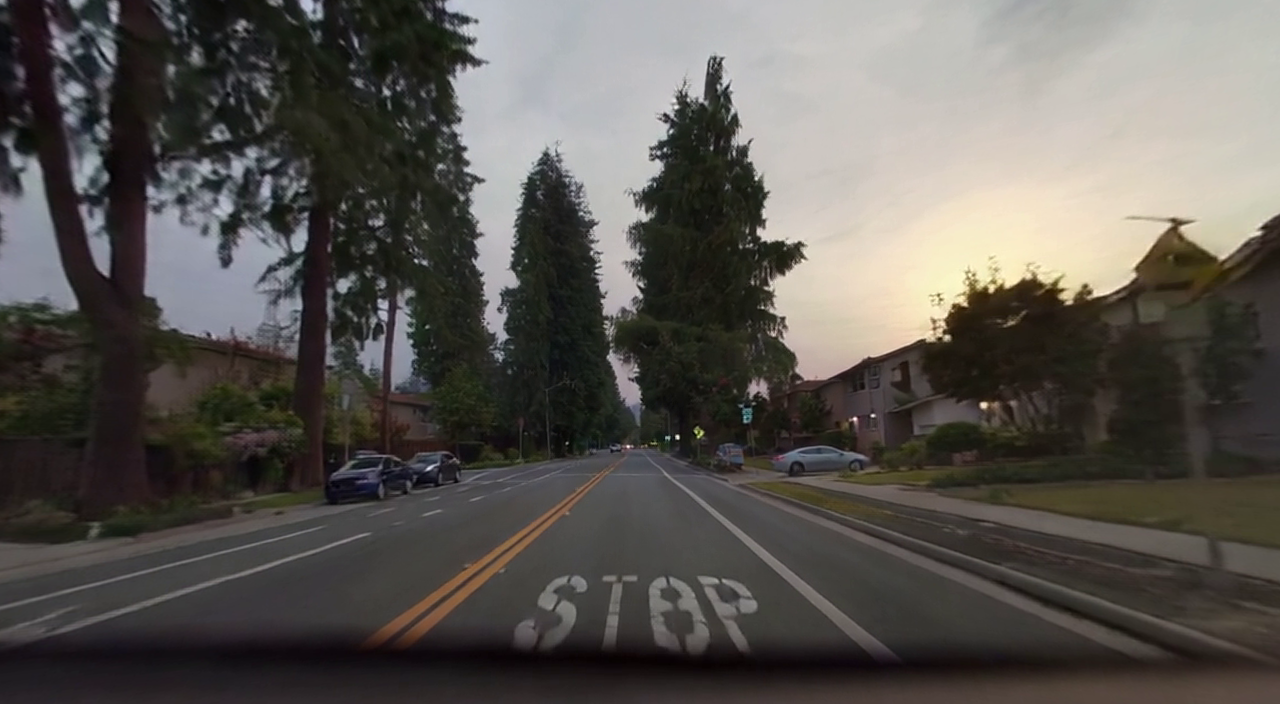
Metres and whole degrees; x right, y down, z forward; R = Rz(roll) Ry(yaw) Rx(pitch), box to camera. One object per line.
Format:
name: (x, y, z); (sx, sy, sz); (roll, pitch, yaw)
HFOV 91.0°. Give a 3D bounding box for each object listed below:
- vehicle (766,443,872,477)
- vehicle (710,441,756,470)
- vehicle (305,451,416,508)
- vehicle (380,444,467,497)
vehicle: (8.121, 4.942, 28.925); (4.438, 1.466, 1.943); (-2, -9, 9)
vehicle: (5.714, 6.410, 39.206); (2.096, 1.713, 4.606); (0, -9, -1)
vehicle: (-9.267, 4.207, 21.296); (1.998, 1.684, 4.180); (0, -9, -3)
vehicle: (-9.440, 5.148, 27.976); (2.181, 1.938, 4.931); (-2, -7, 0)
